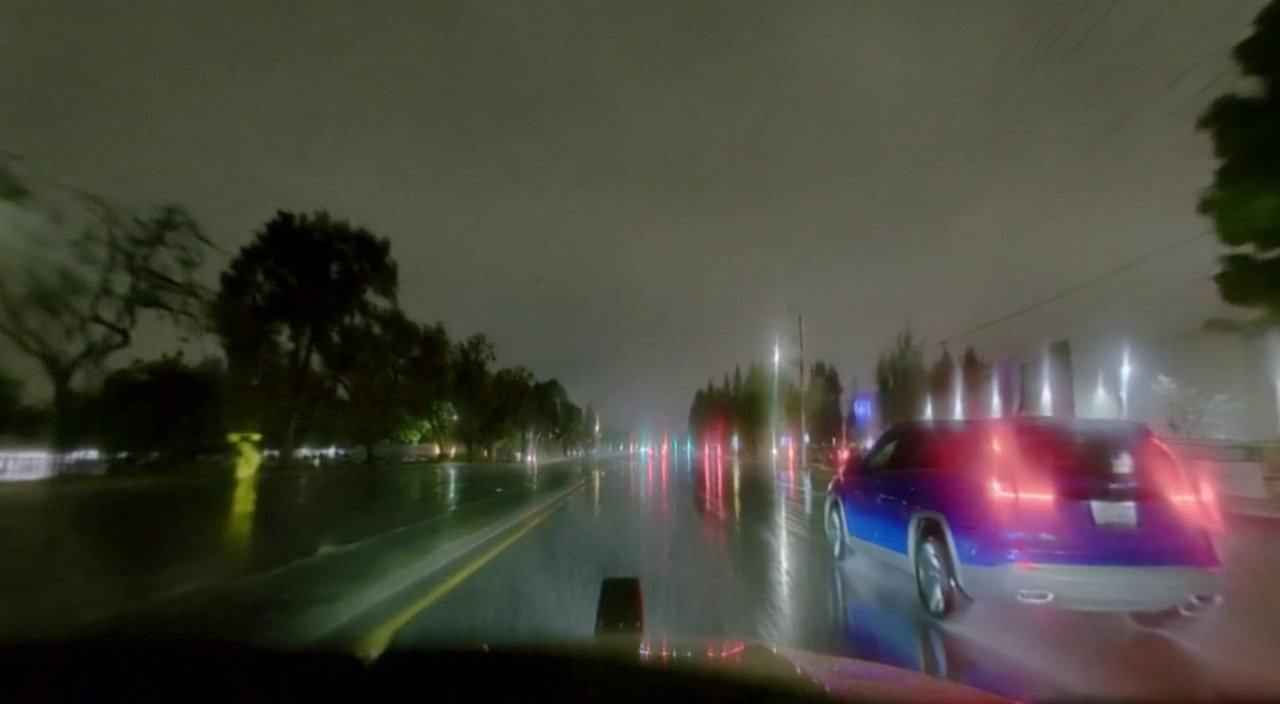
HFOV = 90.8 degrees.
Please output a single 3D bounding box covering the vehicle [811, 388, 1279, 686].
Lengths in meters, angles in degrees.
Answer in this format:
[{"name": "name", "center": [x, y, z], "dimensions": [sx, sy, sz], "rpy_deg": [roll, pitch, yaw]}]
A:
[{"name": "vehicle", "center": [3.224, 1.379, 5.781], "dimensions": [2.060, 1.665, 4.284], "rpy_deg": [0, -9, 0]}]
